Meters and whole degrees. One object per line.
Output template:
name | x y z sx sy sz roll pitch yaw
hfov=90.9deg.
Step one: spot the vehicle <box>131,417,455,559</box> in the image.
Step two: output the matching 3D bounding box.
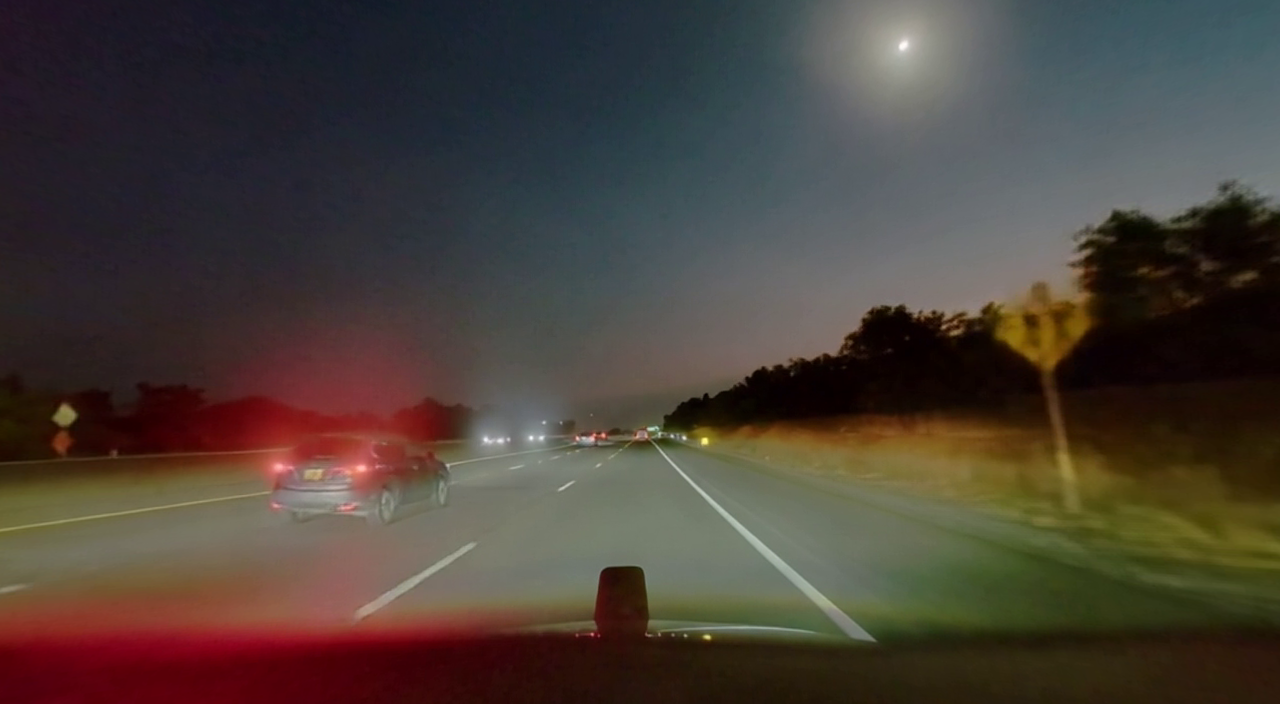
vehicle | -4.526 1.846 9.360 2.071 1.556 4.729 0 -8 1
